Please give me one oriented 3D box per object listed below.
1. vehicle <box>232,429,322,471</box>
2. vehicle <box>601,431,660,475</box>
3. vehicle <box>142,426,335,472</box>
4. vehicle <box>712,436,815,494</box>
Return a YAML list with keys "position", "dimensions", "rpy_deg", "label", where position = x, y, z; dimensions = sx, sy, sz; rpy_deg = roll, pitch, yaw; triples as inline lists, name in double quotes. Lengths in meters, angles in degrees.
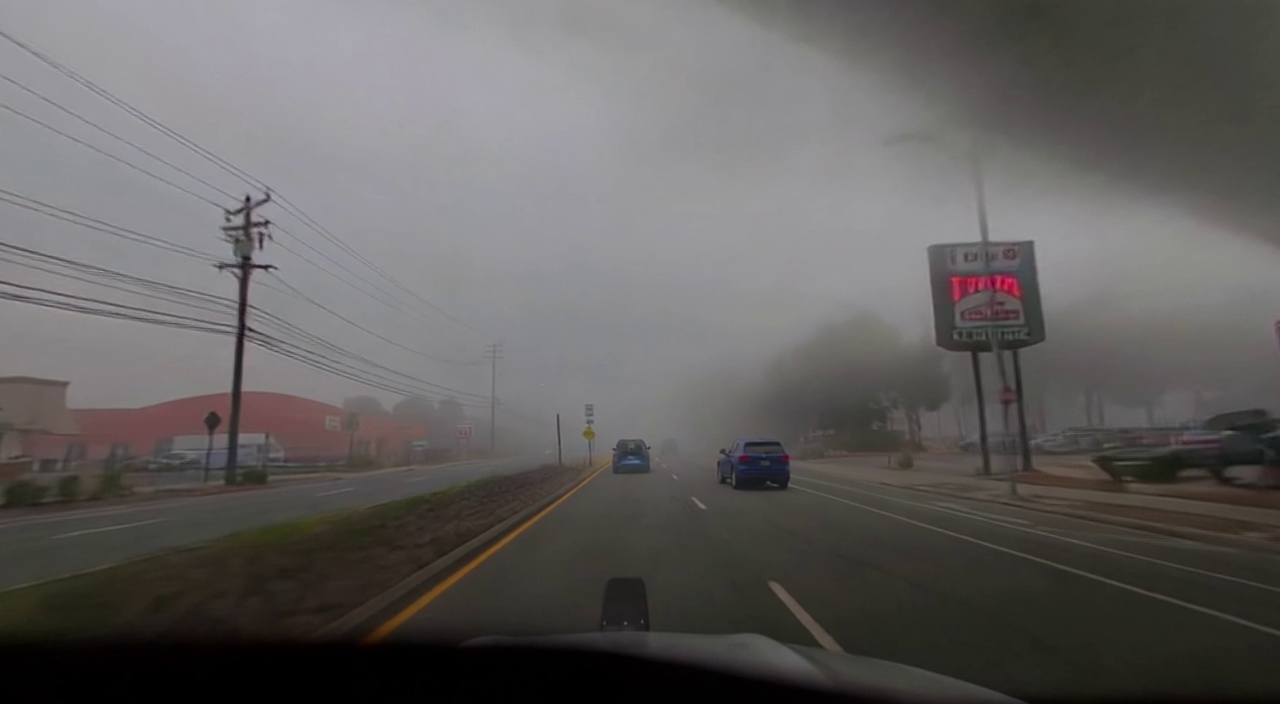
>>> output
- position: [-24.111, 6.490, 42.043]
  dimensions: [4.412, 2.662, 2.544]
  rpy_deg: [1, -9, -10]
  label: "vehicle"
- position: [-0.388, 4.541, 28.625]
  dimensions: [2.441, 1.813, 4.581]
  rpy_deg: [0, -8, 0]
  label: "vehicle"
- position: [-28.112, 6.817, 44.744]
  dimensions: [11.007, 2.864, 3.115]
  rpy_deg: [0, -7, -11]
  label: "vehicle"
- position: [3.481, 3.282, 18.705]
  dimensions: [1.954, 1.479, 4.557]
  rpy_deg: [0, -8, -2]
  label: "vehicle"
